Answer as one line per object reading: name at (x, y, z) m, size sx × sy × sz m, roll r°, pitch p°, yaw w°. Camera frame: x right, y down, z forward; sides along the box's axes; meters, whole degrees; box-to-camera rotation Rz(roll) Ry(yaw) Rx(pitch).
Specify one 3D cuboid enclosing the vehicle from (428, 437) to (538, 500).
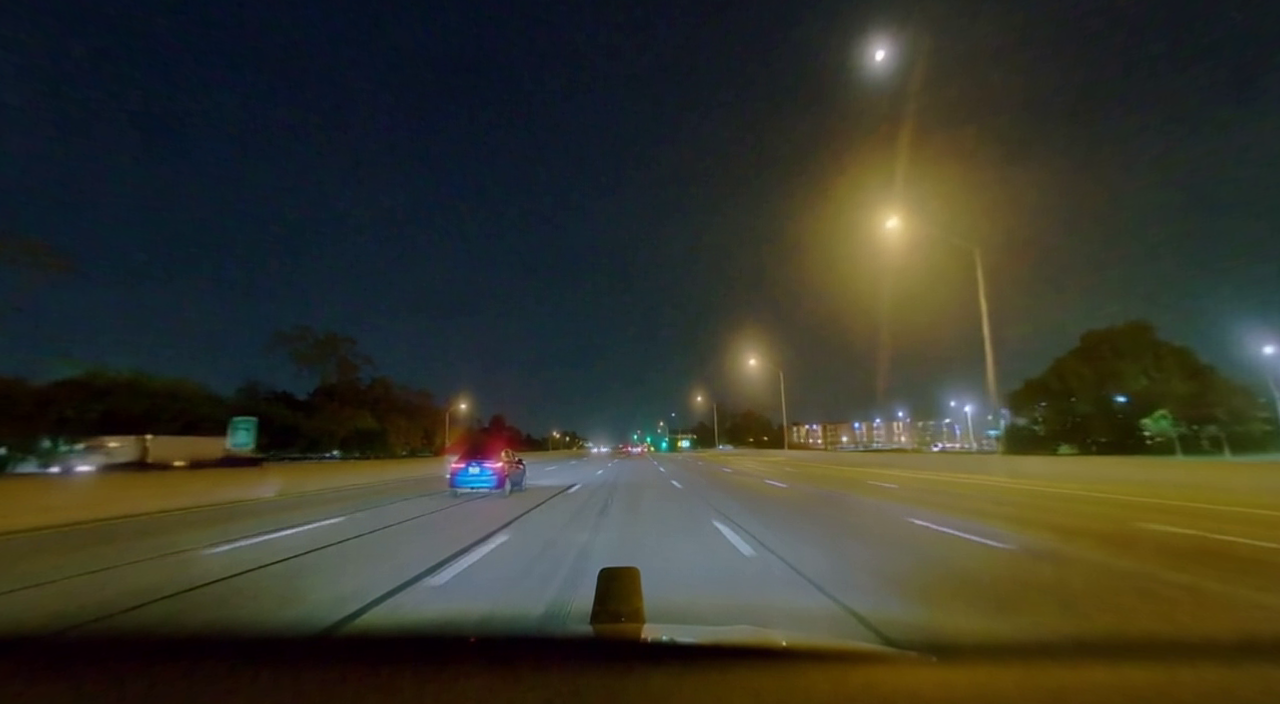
vehicle at (-4.131, 3.127, 17.441) m, size 1.900 × 1.492 × 4.495 m, roll 0°, pitch -9°, yaw 0°

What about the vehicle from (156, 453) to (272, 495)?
vehicle at (-17.735, 5.067, 26.598) m, size 1.920 × 1.540 × 4.259 m, roll 0°, pitch -9°, yaw 0°
